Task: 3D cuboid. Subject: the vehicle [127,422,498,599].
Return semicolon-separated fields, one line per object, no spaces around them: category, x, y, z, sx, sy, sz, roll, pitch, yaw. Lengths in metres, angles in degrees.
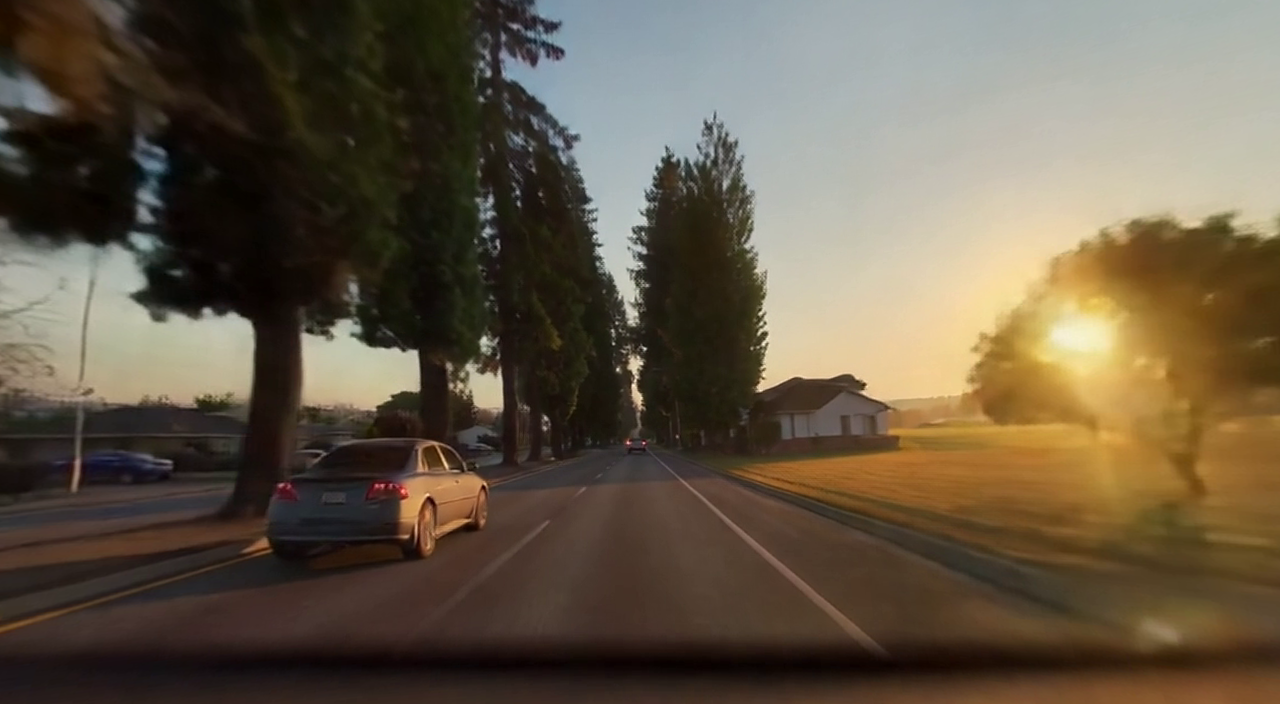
vehicle;-3.338;1.711;7.875;2.020;1.478;4.890;0;-8;0

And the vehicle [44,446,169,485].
vehicle;-24.590;5.222;29.204;4.338;1.716;1.869;-2;-9;9
